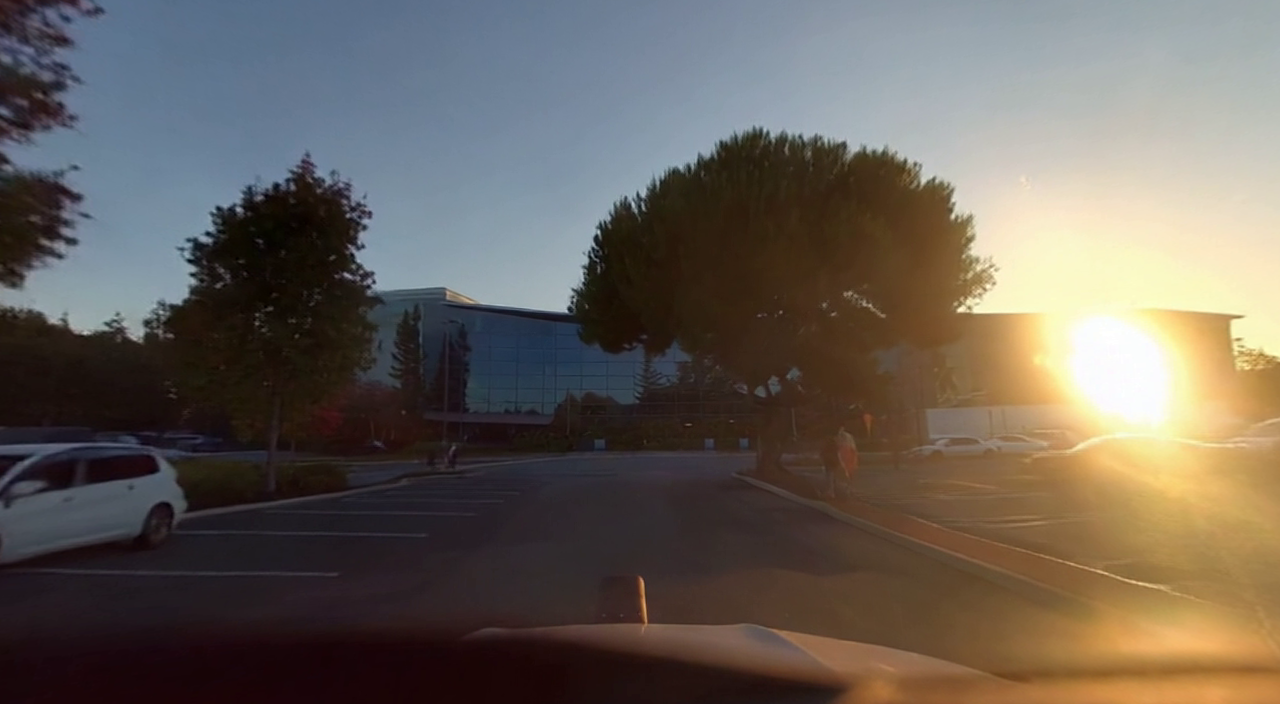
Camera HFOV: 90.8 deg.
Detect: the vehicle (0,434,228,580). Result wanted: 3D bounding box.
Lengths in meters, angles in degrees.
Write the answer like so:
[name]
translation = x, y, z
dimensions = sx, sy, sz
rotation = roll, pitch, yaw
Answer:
[vehicle]
translation = -8.907, 2.124, 9.281
dimensions = 2.360, 1.741, 4.912
rotation = 0, -8, 0
